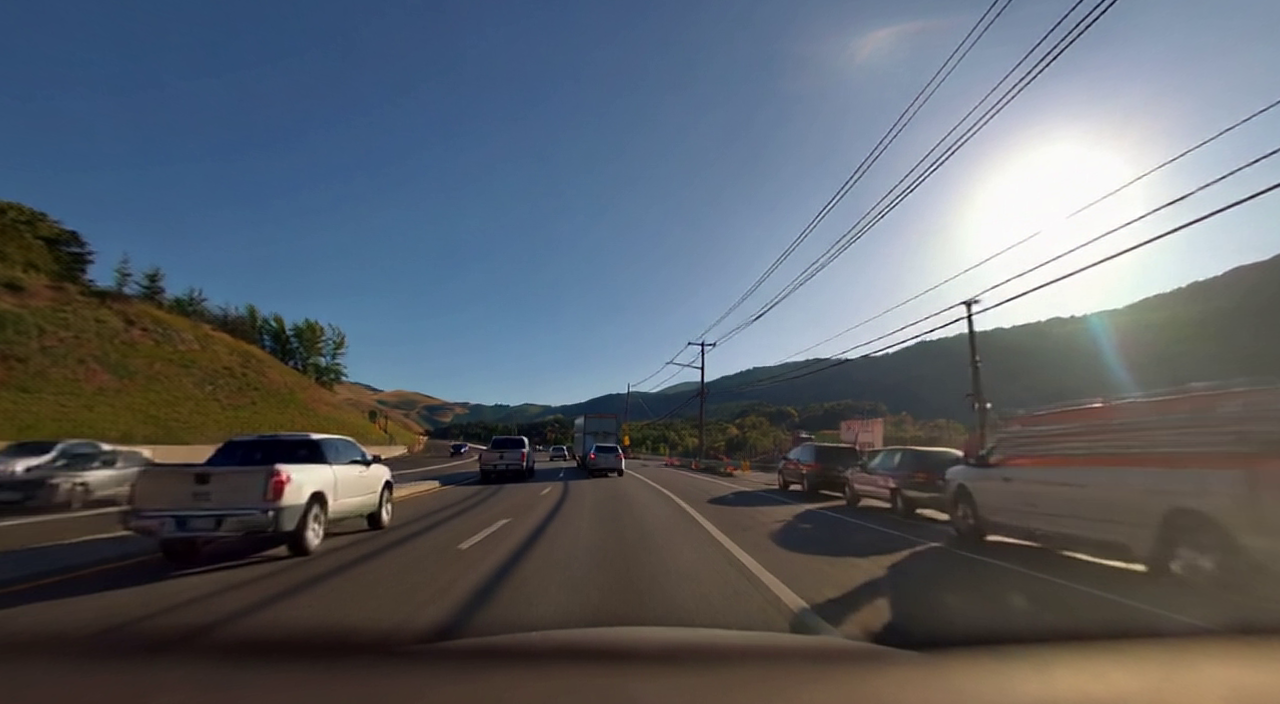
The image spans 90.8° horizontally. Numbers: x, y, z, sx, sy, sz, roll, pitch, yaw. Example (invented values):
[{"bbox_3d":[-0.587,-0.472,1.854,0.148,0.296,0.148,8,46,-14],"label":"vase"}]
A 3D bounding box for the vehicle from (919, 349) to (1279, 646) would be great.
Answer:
[{"bbox_3d":[6.050,1.429,6.938,2.706,2.199,6.527,0,-9,-3],"label":"vehicle"}]

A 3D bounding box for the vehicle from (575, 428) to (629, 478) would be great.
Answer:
[{"bbox_3d":[-2.022,5.094,31.874,2.486,2.280,5.291,1,-9,-6],"label":"vehicle"}]

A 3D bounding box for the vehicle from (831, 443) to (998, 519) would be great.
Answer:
[{"bbox_3d":[6.190,2.936,14.962,1.877,1.503,4.653,0,-9,0],"label":"vehicle"}]

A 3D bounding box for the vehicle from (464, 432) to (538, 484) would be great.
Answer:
[{"bbox_3d":[-5.941,4.611,27.783,2.345,2.012,5.693,1,-9,-4],"label":"vehicle"}]

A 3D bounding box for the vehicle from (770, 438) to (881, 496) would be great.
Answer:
[{"bbox_3d":[6.100,3.827,21.414,2.058,1.747,4.585,1,-9,-4],"label":"vehicle"}]

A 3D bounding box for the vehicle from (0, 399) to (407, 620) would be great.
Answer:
[{"bbox_3d":[-4.612,1.588,7.320,2.185,1.721,4.550,0,-9,-2],"label":"vehicle"}]
